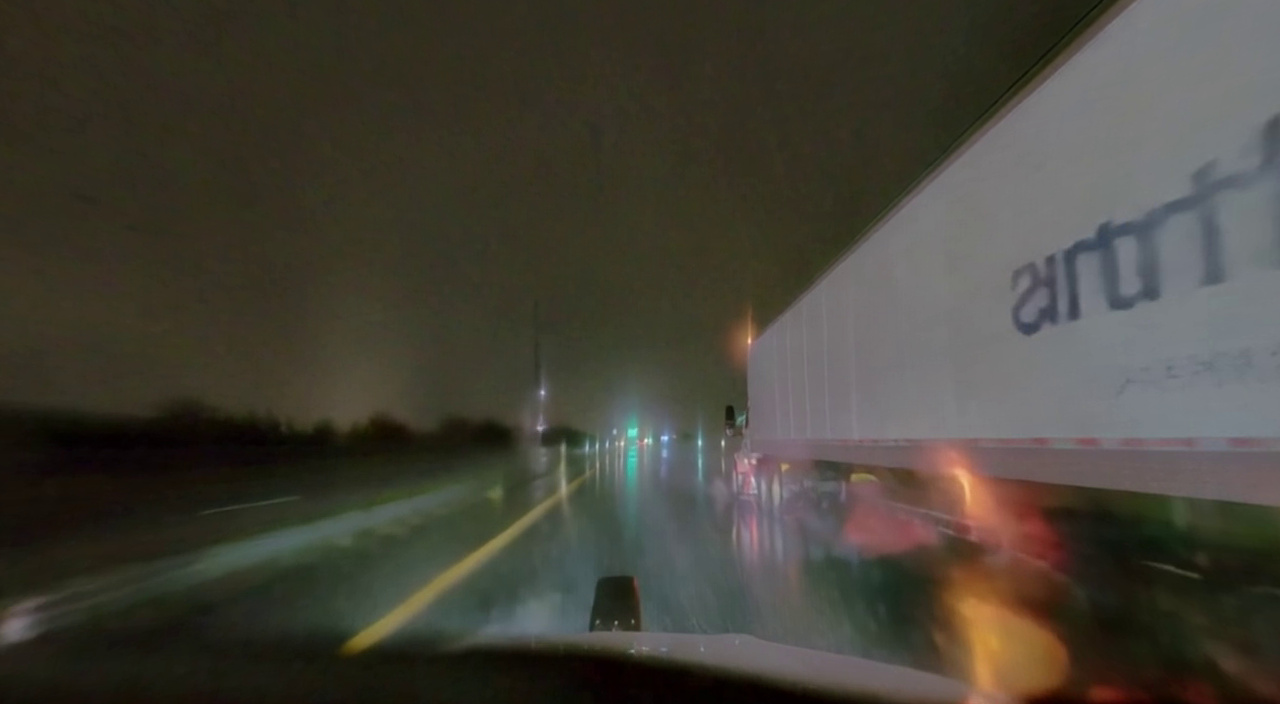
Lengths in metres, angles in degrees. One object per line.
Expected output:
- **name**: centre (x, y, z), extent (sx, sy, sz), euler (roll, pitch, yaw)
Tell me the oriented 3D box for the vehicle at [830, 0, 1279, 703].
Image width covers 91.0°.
- **vehicle**: centre (3.497, 0.174, 3.219), extent (2.702, 3.193, 7.196), euler (-1, -8, 0)
